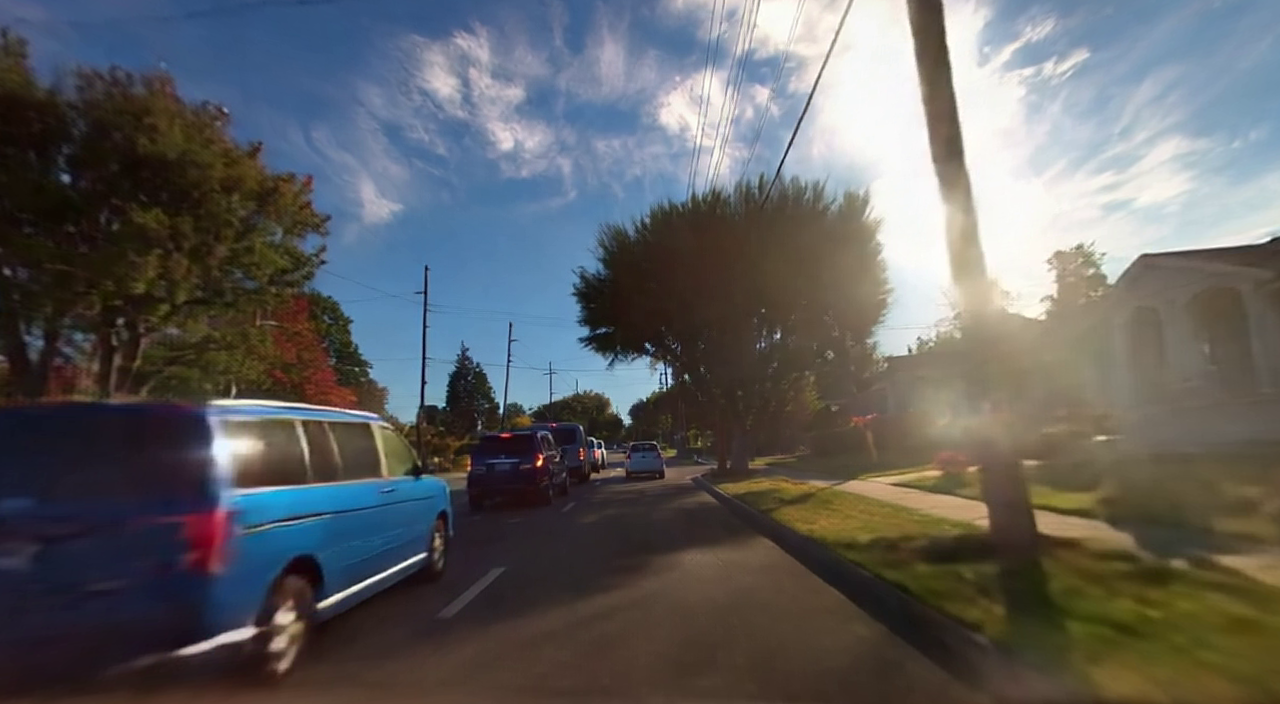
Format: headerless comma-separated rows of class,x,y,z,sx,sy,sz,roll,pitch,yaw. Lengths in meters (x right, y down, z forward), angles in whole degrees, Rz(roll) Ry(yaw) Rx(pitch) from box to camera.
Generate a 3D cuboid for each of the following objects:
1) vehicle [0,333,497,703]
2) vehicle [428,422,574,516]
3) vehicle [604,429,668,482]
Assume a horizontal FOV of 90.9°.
vehicle,-2.653,1.126,4.538,2.157,1.765,4.303,-1,-9,1
vehicle,-2.808,2.496,13.886,2.105,1.709,4.251,-1,-9,2
vehicle,-0.143,3.700,22.728,2.120,1.718,3.909,0,-9,0
